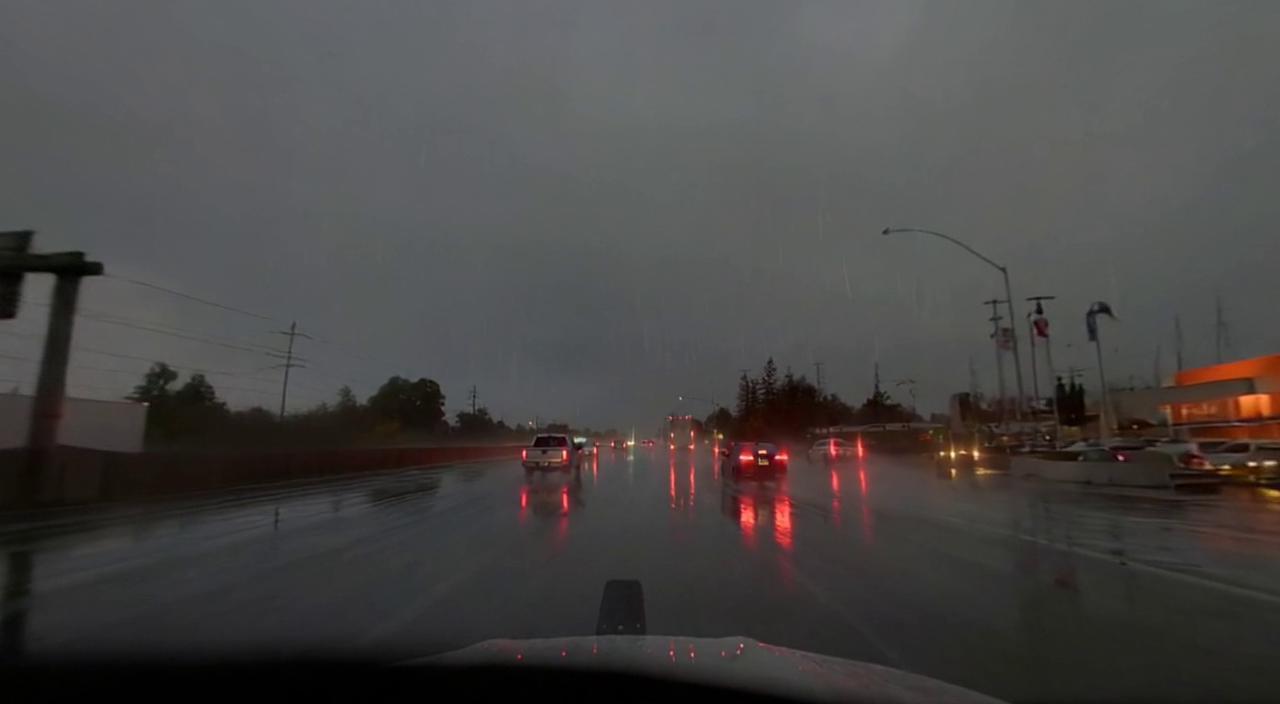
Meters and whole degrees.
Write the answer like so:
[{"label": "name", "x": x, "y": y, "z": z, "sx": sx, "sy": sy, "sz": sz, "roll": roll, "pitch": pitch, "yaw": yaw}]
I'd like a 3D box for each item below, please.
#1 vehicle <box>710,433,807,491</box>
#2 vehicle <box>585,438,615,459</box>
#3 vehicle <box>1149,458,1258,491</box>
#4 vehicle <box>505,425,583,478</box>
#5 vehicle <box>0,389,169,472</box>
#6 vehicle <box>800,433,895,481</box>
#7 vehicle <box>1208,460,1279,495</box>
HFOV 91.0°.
[{"label": "vehicle", "x": 3.343, "y": 3.210, "z": 18.720, "sx": 1.980, "sy": 1.501, "sz": 4.433, "roll": 0, "pitch": -9, "yaw": -1}, {"label": "vehicle", "x": -2.991, "y": 7.313, "z": 47.731, "sx": 1.929, "sy": 1.521, "sz": 4.097, "roll": 0, "pitch": -9, "yaw": 1}, {"label": "vehicle", "x": 29.349, "y": 6.377, "z": 32.894, "sx": 3.800, "sy": 1.507, "sz": 1.789, "roll": -3, "pitch": -10, "yaw": 3}, {"label": "vehicle", "x": -3.522, "y": 3.789, "z": 24.099, "sx": 2.130, "sy": 1.799, "sz": 4.583, "roll": 0, "pitch": -9, "yaw": 2}, {"label": "vehicle", "x": -31.773, "y": 3.987, "z": 31.639, "sx": 2.916, "sy": 3.883, "sz": 16.277, "roll": 0, "pitch": -9, "yaw": 3}, {"label": "vehicle", "x": 7.377, "y": 3.777, "z": 22.845, "sx": 2.075, "sy": 1.587, "sz": 3.947, "roll": 0, "pitch": -9, "yaw": -1}, {"label": "vehicle", "x": 29.998, "y": 5.960, "z": 29.938, "sx": 3.852, "sy": 1.550, "sz": 1.978, "roll": -1, "pitch": -9, "yaw": 4}]
